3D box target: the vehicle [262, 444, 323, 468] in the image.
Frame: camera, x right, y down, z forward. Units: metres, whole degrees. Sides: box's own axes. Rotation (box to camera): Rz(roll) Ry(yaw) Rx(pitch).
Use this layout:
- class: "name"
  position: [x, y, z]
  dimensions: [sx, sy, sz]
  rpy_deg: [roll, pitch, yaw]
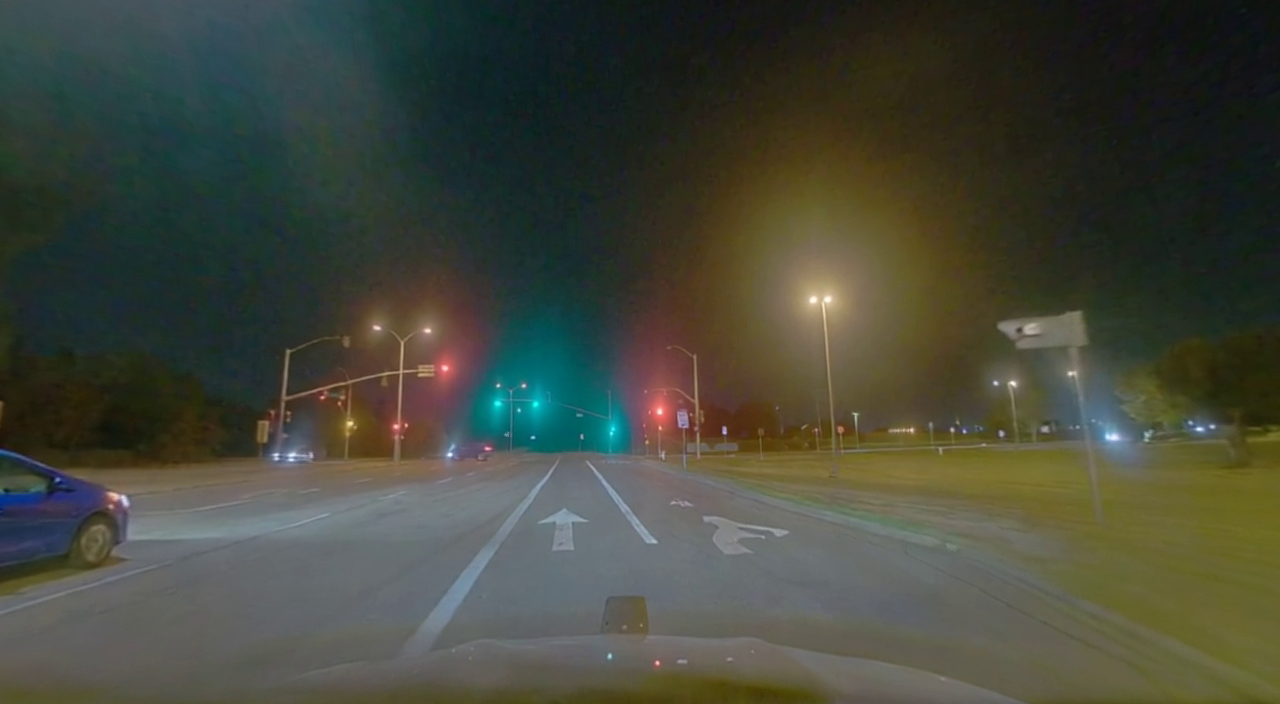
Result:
- class: "vehicle"
  position: [-22.868, 6.835, 41.653]
  dimensions: [1.877, 1.492, 4.205]
  rpy_deg: [1, -8, -5]

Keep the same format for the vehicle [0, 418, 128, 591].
- class: "vehicle"
  position: [-6.645, 1.251, 4.864]
  dimensions: [2.096, 1.521, 4.231]
  rpy_deg: [1, -8, -6]
